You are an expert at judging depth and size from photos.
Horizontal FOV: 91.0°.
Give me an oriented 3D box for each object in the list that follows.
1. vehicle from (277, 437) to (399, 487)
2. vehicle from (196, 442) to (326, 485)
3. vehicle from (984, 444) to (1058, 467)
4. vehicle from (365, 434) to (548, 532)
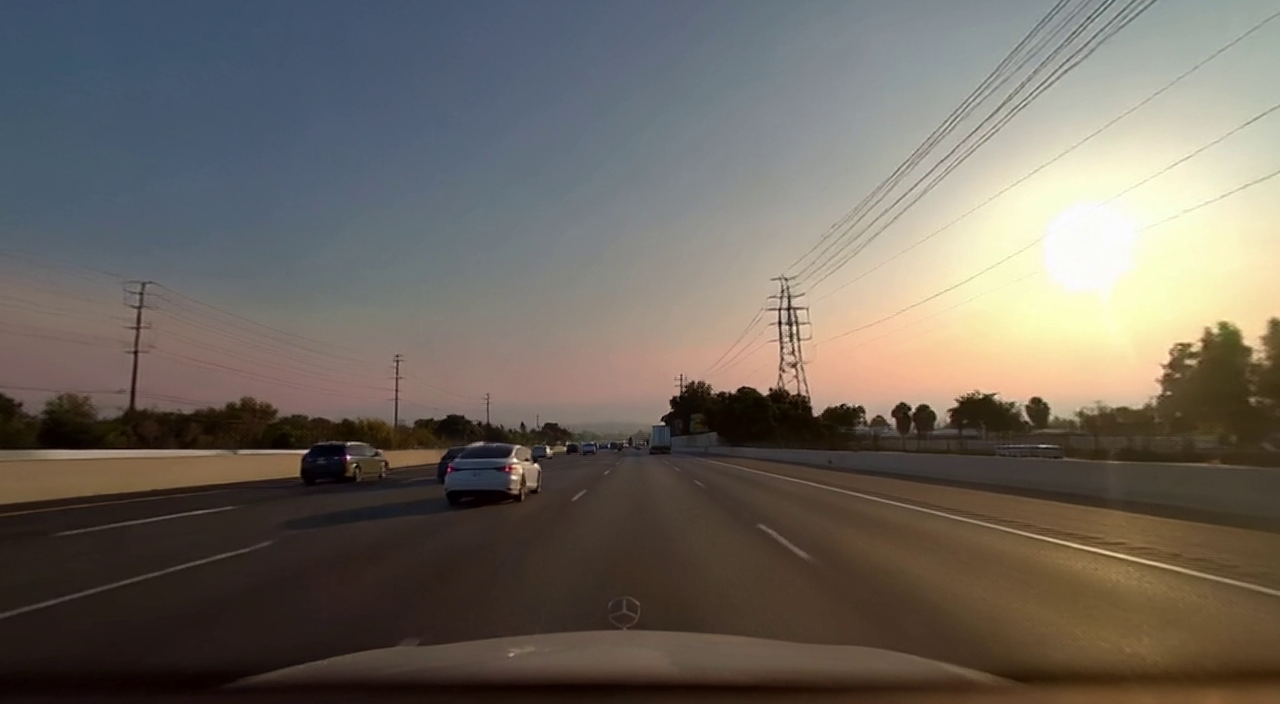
[{"bbox_3d":[-10.883,3.977,23.159,2.058,1.621,4.739,0,-9,1],"label":"vehicle"},{"bbox_3d":[-14.587,4.306,24.648,2.039,1.516,4.780,0,-9,1],"label":"vehicle"},{"bbox_3d":[26.380,7.180,43.746,1.818,1.470,4.404,2,-9,-12],"label":"vehicle"},{"bbox_3d":[-3.271,2.448,12.502,2.045,1.532,4.954,0,-9,1],"label":"vehicle"}]
